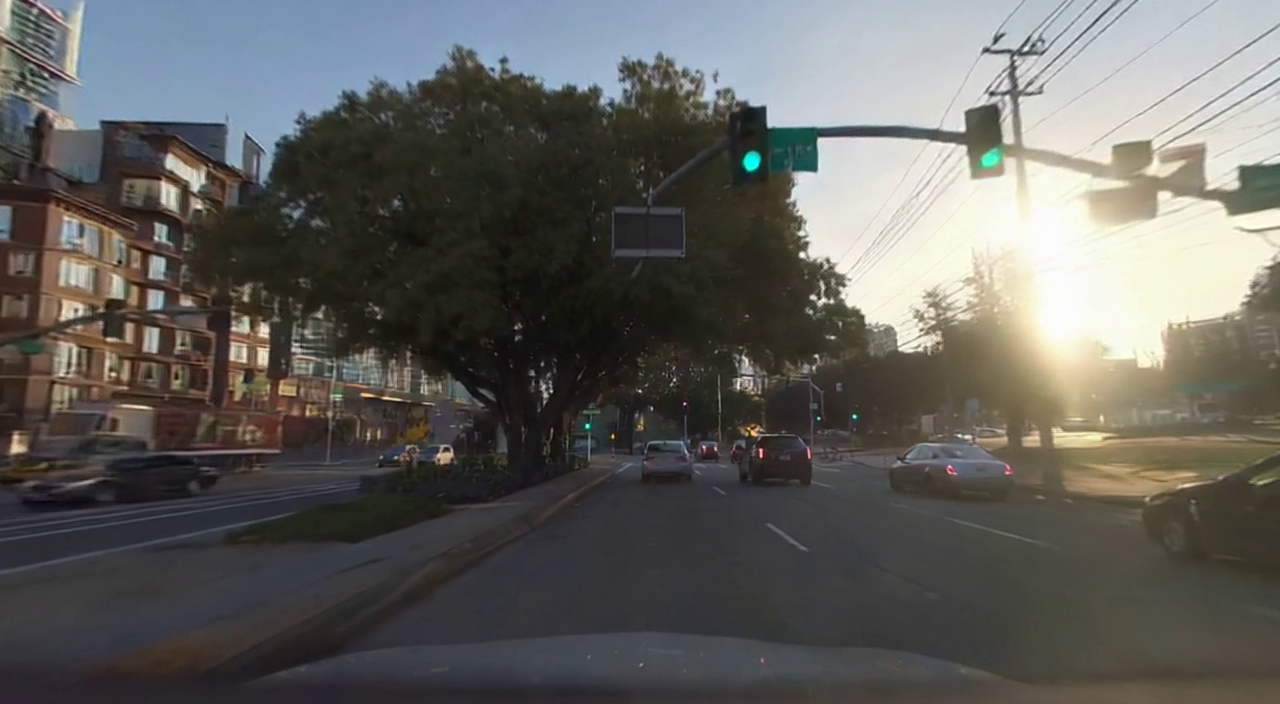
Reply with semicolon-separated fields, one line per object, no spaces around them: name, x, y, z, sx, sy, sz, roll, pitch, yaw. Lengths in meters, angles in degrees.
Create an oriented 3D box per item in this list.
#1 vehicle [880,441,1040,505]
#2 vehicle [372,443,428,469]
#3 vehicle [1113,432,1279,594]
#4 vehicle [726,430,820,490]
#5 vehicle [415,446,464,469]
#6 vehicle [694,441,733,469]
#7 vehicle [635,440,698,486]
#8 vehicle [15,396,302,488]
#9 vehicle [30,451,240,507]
vehicle;8.295;3.153;16.924;1.882;1.463;4.543;0;-9;0
vehicle;-17.488;7.612;46.155;2.076;1.762;4.895;0;-9;1
vehicle;6.797;1.435;5.510;1.866;1.471;4.478;0;-9;0
vehicle;4.355;3.636;21.481;2.119;1.810;4.848;0;-9;0
vehicle;-13.796;7.291;43.675;1.827;1.469;4.476;0;-9;1
vehicle;4.439;6.295;38.522;1.896;1.612;4.203;0;-9;1
vehicle;0.962;4.127;23.697;2.168;1.527;4.174;0;-9;2
vehicle;-21.059;4.271;29.550;3.354;3.314;12.985;0;-9;0
vehicle;-13.708;3.438;17.584;1.926;1.303;4.686;0;-9;1
